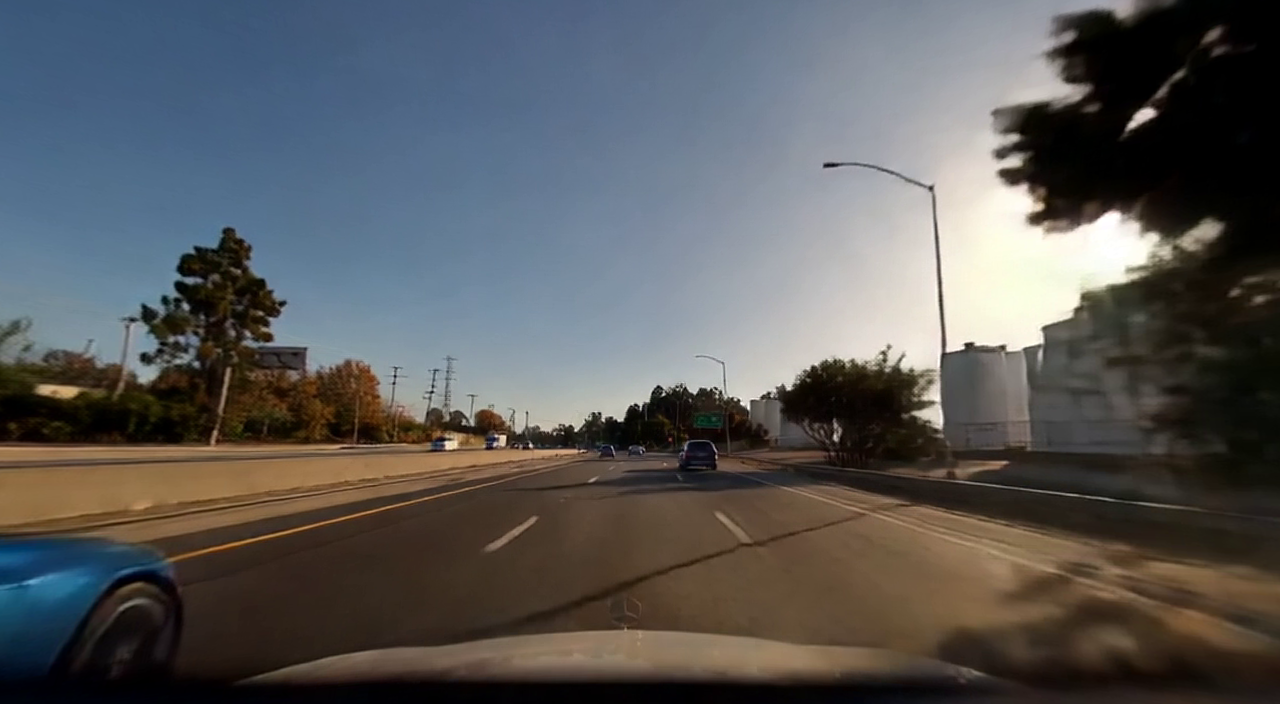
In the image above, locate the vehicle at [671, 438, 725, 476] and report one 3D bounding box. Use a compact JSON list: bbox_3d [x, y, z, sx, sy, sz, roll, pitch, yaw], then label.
[{"bbox_3d":[2.931,5.462,33.028,2.296,1.790,5.067,0,-9,-1],"label":"vehicle"}]
